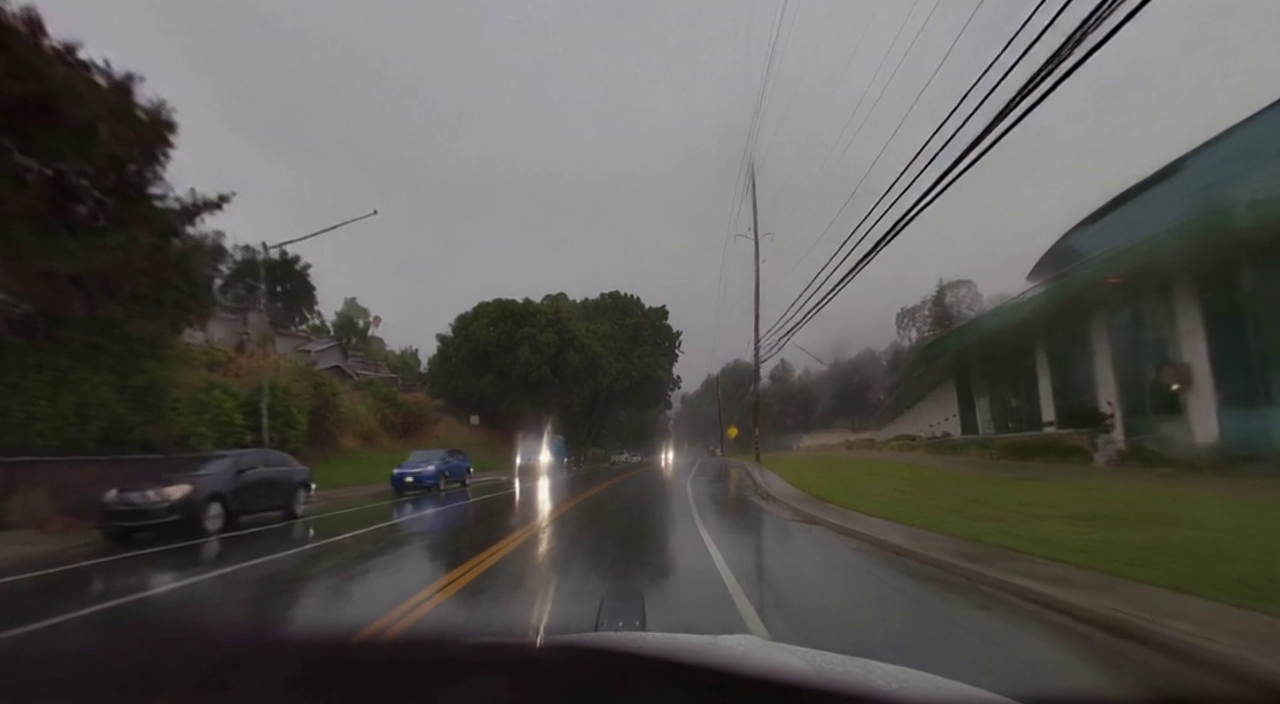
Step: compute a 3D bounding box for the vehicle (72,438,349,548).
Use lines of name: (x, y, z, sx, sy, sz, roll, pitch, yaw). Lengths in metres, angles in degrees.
vehicle: (-7.438, 2.523, 11.663, 1.840, 1.523, 4.333, 2, -11, 3)

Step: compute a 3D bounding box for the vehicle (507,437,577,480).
vehicle: (-5.238, 5.777, 34.569, 2.295, 1.989, 5.055, -6, -10, 8)

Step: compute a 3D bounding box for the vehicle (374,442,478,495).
vehicle: (-6.975, 3.914, 21.048, 1.927, 1.542, 3.886, -2, -11, 3)
